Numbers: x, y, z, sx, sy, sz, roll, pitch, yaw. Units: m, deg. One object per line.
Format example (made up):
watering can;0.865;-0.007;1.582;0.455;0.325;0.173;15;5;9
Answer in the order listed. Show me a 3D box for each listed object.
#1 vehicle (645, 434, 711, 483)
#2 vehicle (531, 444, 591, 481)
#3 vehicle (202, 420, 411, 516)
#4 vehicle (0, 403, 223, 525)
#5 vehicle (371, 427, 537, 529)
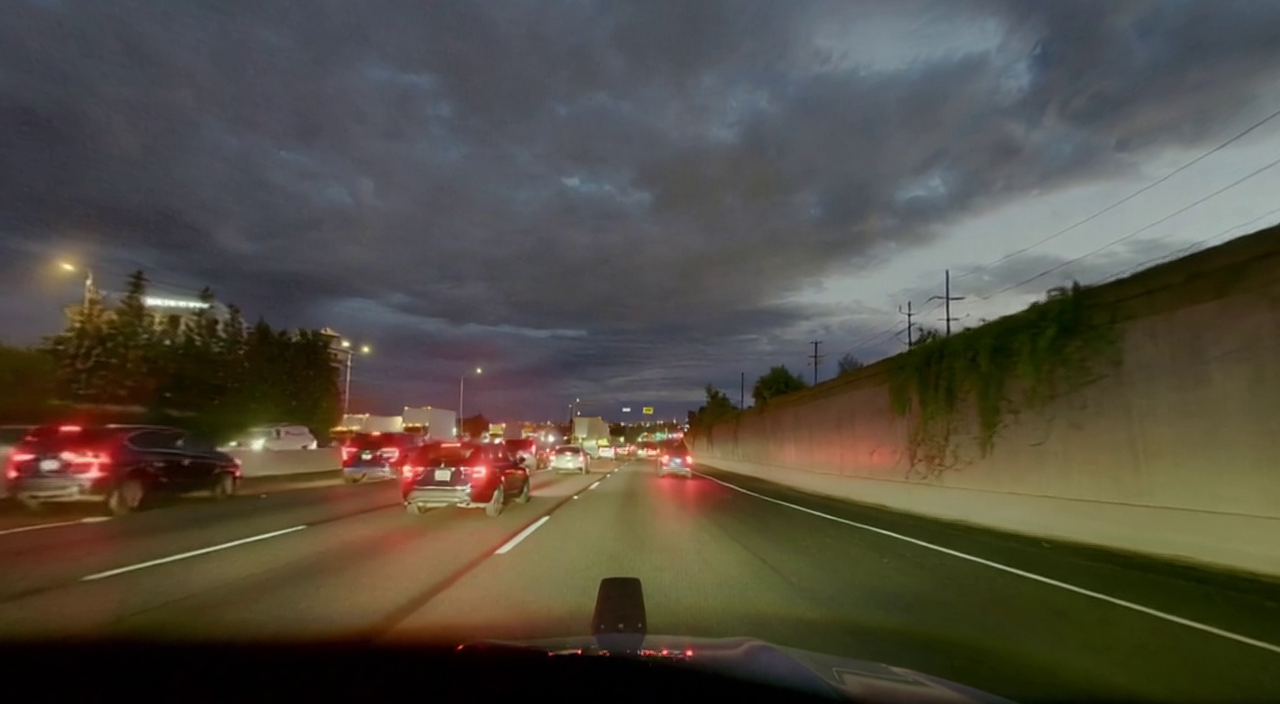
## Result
vehicle;1.730;5.194;31.110;2.793;2.132;5.682;0;-8;-1
vehicle;-3.487;4.964;28.680;2.049;1.530;4.707;0;-8;1
vehicle;-7.271;2.582;14.516;2.222;1.825;4.640;0;-8;0
vehicle;-10.736;2.065;12.014;2.089;1.847;4.981;0;-8;1
vehicle;-3.561;2.497;13.112;2.026;1.719;4.490;0;-8;1
